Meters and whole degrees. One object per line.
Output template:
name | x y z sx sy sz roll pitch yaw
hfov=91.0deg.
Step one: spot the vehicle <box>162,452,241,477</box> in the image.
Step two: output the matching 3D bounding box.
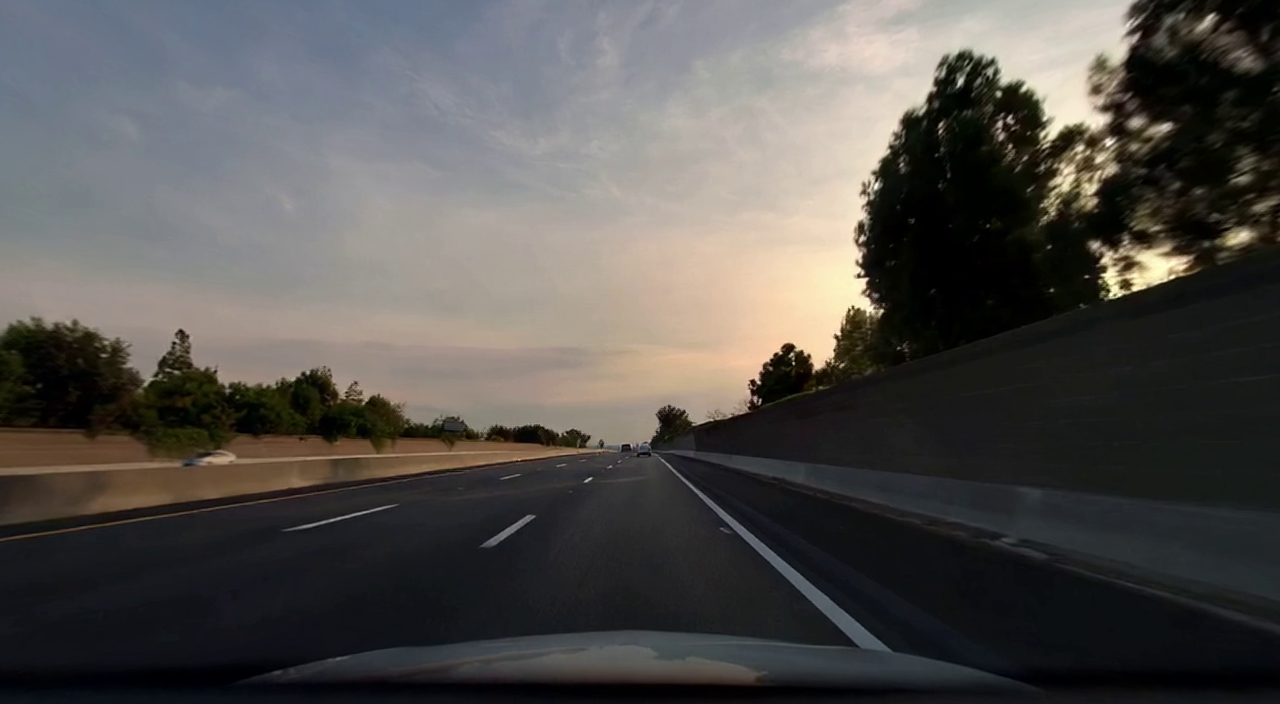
vehicle | -29.214 7.487 42.132 1.857 1.526 4.556 0 -9 2
